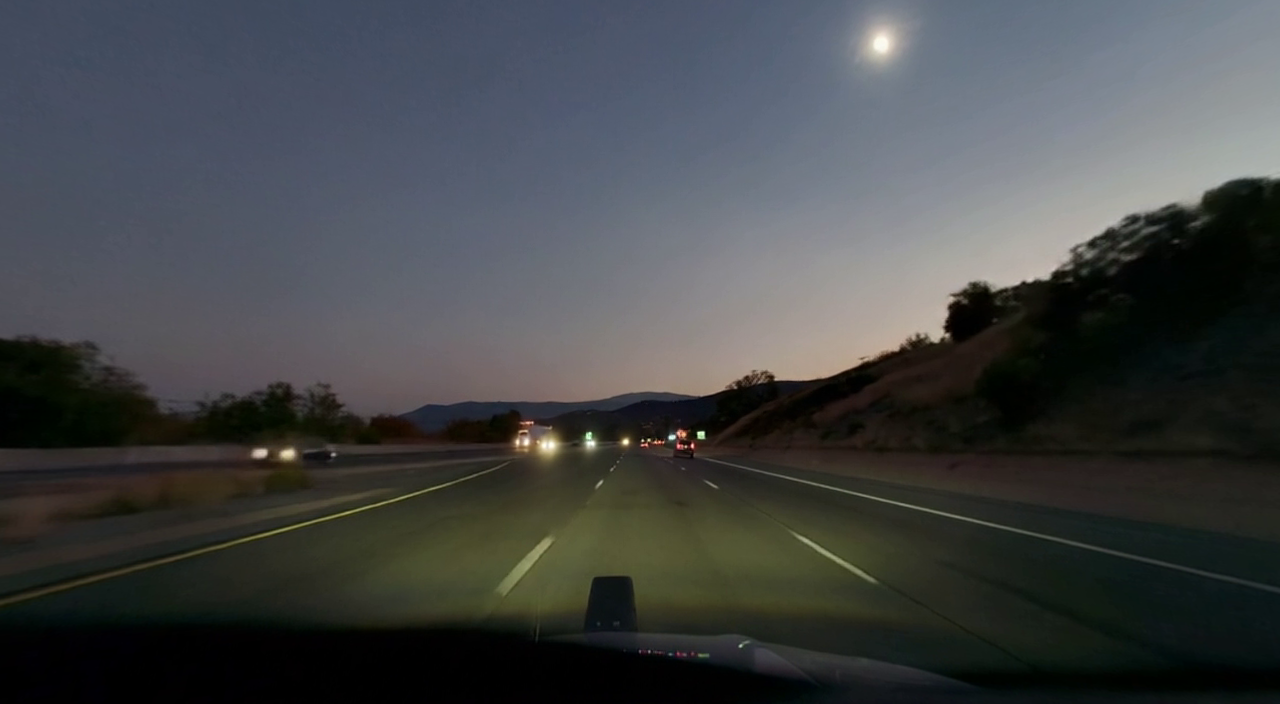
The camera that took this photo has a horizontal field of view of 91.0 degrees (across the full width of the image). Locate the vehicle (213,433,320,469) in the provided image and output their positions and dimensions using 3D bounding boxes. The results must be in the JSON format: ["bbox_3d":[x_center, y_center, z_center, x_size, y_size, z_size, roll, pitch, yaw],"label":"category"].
[{"bbox_3d":[-16.737,4.476,28.524,1.924,1.479,4.684,0,-8,0],"label":"vehicle"}]
